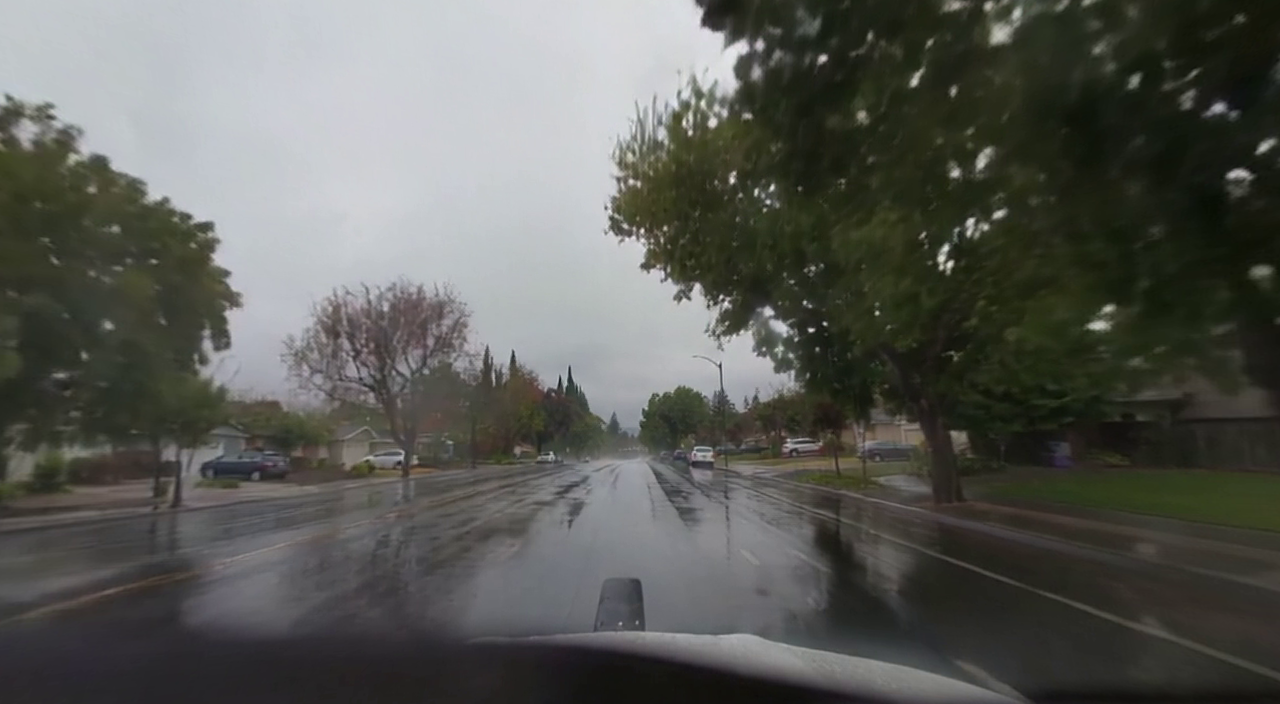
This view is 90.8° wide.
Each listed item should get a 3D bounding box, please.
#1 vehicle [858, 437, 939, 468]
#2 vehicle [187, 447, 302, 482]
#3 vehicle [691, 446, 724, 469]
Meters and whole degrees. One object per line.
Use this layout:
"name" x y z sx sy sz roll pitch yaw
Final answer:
"vehicle" 15.430 6.043 37.916 4.010 1.751 1.922 -1 -9 3
"vehicle" -21.954 6.245 35.231 4.889 1.822 2.159 0 -9 -2
"vehicle" 5.169 8.140 48.810 2.001 1.693 4.311 0 -9 -1
